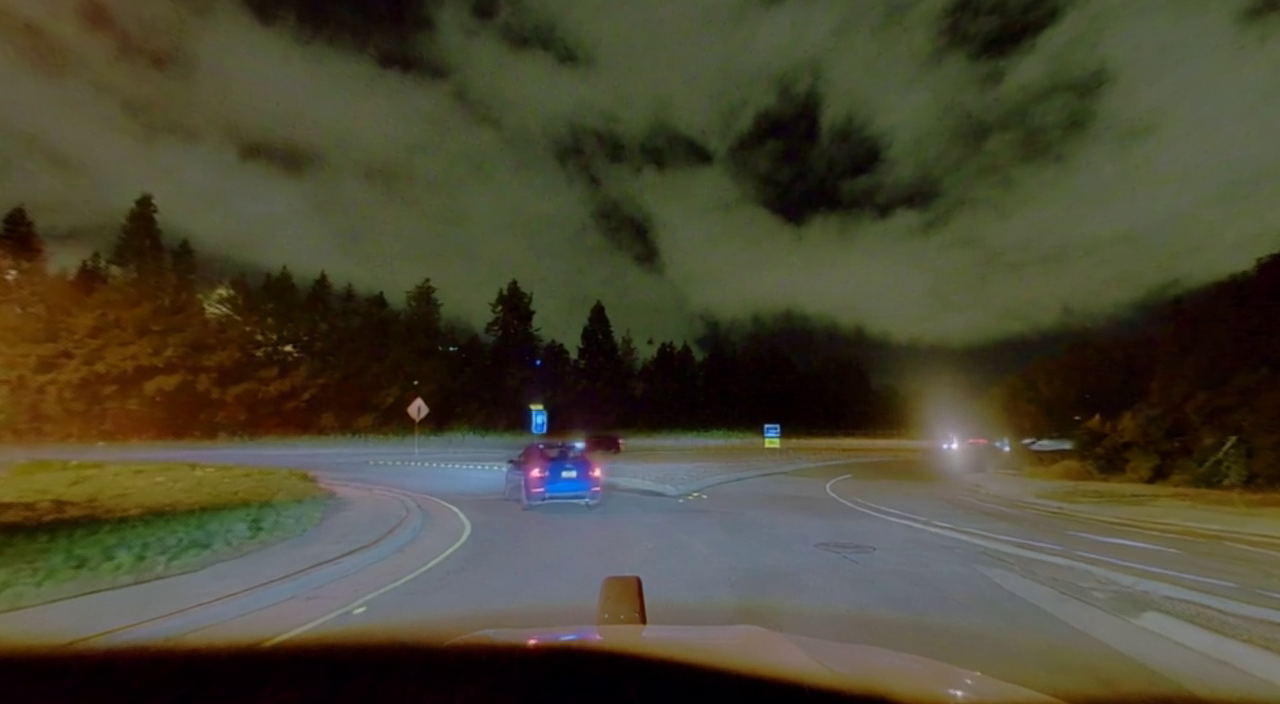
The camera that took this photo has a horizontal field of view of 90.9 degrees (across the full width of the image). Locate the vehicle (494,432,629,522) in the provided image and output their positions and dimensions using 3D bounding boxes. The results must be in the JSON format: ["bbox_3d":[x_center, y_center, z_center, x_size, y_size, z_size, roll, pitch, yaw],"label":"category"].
[{"bbox_3d":[-1.847,2.608,13.644,2.078,1.607,4.010,3,-10,-19],"label":"vehicle"}]
